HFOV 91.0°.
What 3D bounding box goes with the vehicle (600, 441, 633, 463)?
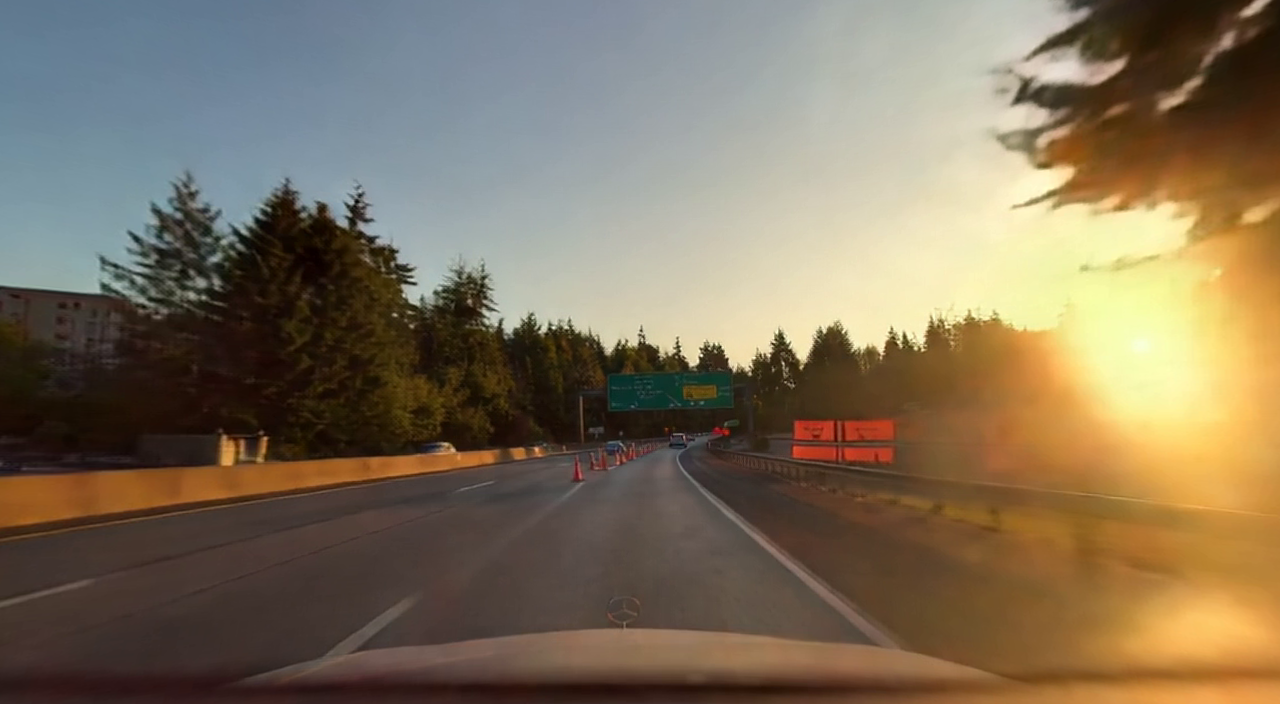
[{"bbox_3d":[-1.652,7.232,45.848,2.118,1.475,4.263,0,-8,1],"label":"vehicle"}]
